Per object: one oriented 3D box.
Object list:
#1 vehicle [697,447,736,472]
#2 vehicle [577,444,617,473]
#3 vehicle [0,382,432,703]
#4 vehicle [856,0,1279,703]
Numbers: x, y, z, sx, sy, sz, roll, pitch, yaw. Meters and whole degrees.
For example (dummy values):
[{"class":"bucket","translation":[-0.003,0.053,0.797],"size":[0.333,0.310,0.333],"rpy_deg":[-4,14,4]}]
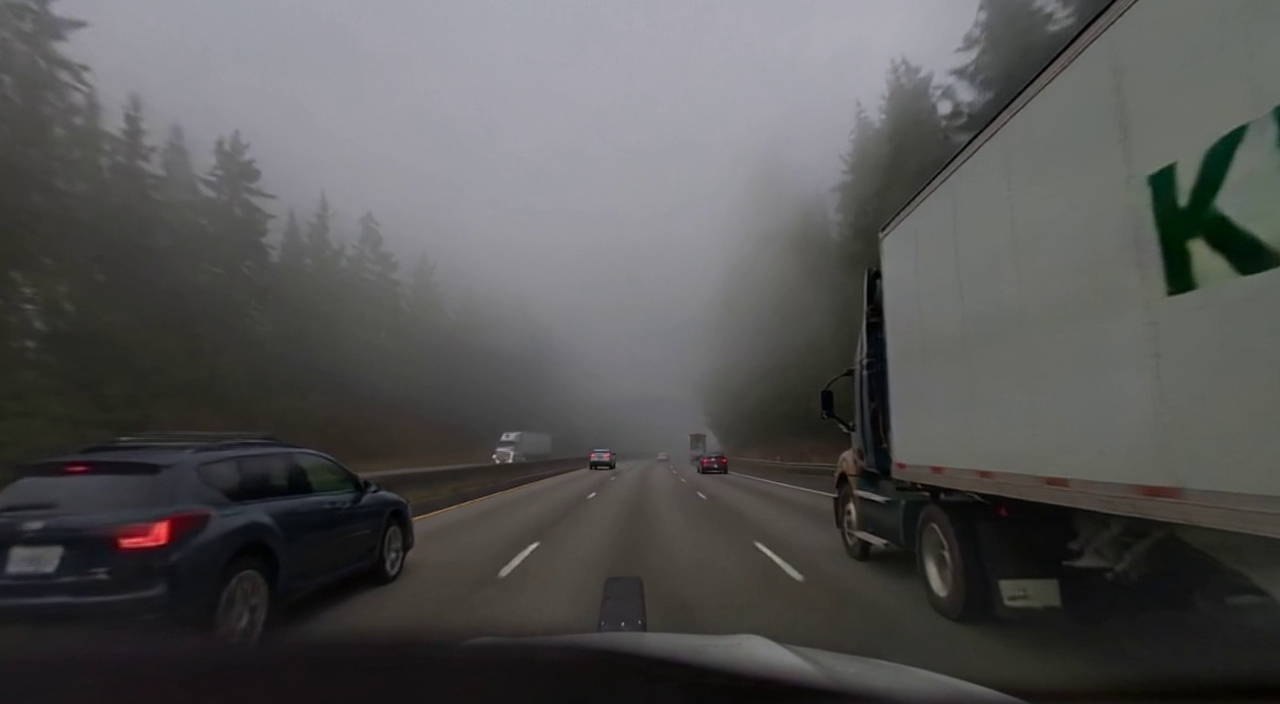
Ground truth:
[{"class":"vehicle","translation":[5.035,7.148,41.939],"size":[2.176,1.598,3.878],"rpy_deg":[0,-9,1]},{"class":"vehicle","translation":[-2.624,6.640,39.390],"size":[2.017,1.683,4.309],"rpy_deg":[0,-9,2]},{"class":"vehicle","translation":[-3.373,1.231,4.492],"size":[2.085,1.530,4.809],"rpy_deg":[0,-9,1]},{"class":"vehicle","translation":[4.215,-0.346,2.395],"size":[2.914,3.998,11.103],"rpy_deg":[0,-9,1]}]
